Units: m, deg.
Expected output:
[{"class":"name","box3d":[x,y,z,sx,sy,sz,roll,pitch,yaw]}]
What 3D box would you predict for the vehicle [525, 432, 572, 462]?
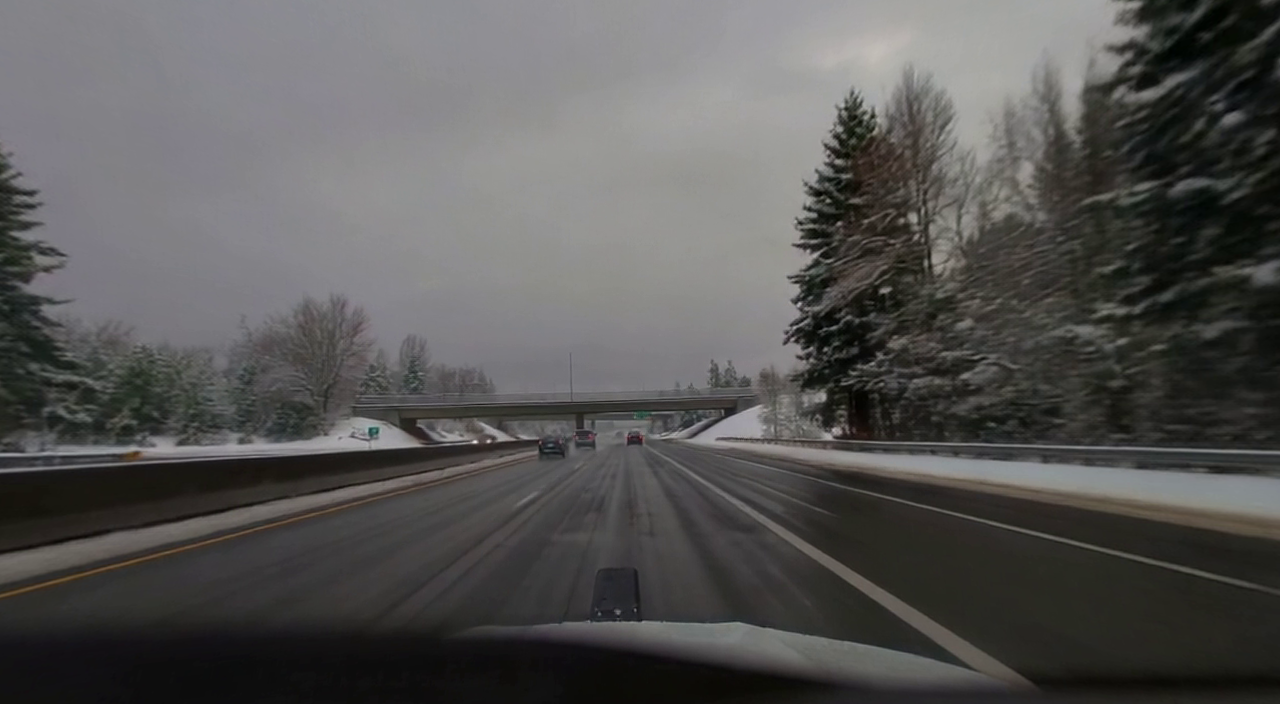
[{"class":"vehicle","box3d":[-4.828,5.073,33.879,1.933,1.473,4.023,0,-8,0]}]
